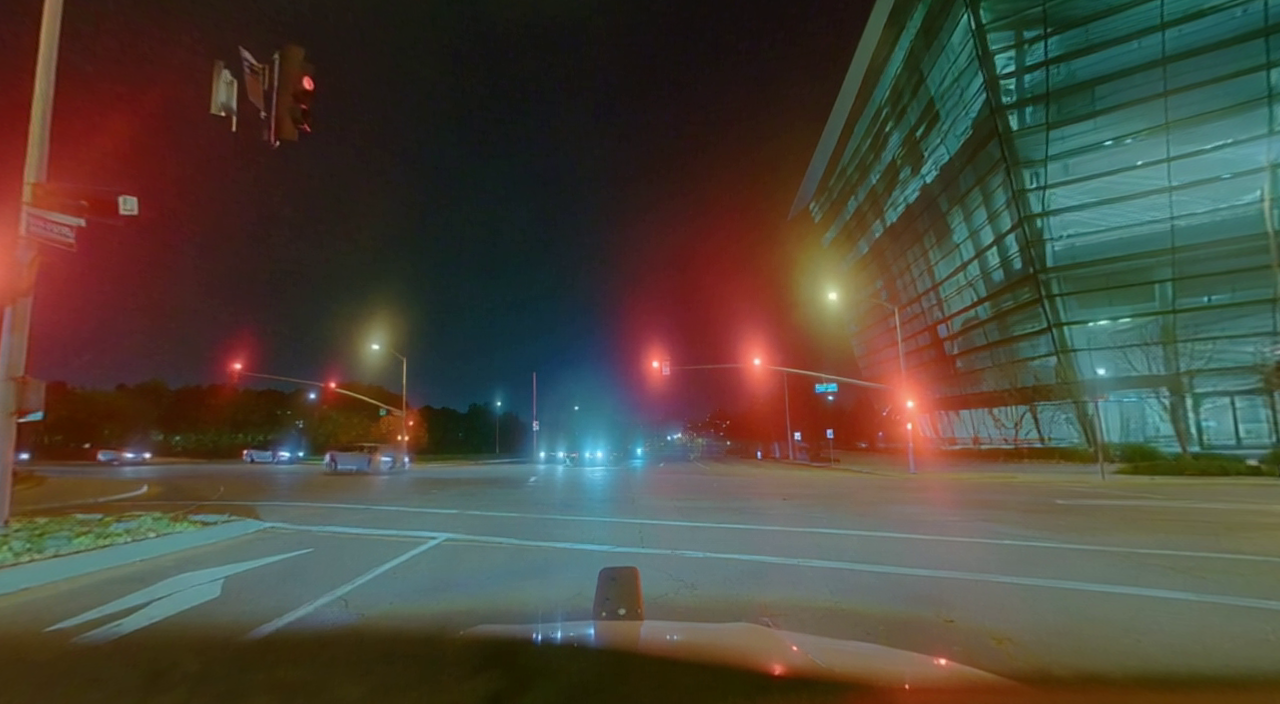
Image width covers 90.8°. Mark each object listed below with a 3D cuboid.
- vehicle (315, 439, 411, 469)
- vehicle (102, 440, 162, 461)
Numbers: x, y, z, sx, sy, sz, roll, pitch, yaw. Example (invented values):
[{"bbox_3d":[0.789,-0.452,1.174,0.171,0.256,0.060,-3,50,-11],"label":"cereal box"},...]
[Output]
[{"bbox_3d":[-14.961,5.464,34.006,5.408,1.505,2.091,-6,-10,33],"label":"vehicle"},{"bbox_3d":[-38.674,7.491,48.077,4.380,1.455,1.869,-5,-10,28],"label":"vehicle"}]
